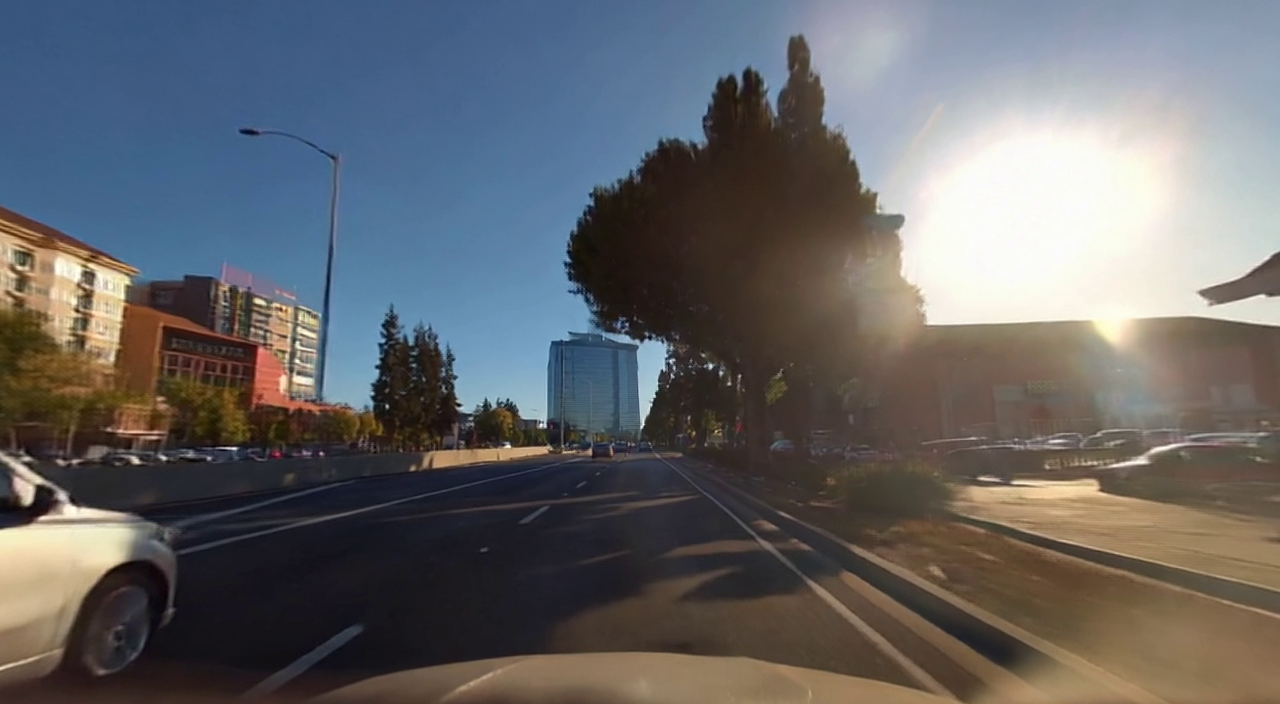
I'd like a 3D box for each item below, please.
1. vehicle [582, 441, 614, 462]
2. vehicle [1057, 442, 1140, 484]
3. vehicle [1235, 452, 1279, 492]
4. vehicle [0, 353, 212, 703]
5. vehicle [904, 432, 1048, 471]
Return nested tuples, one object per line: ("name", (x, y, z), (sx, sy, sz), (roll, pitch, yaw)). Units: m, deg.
("vehicle", (-3.053, 7.366, 46.837), (2.005, 1.446, 4.265), (0, -8, 1))
("vehicle", (20.656, 4.919, 28.315), (4.947, 1.673, 2.102), (8, -12, -44))
("vehicle", (24.401, 4.583, 24.331), (1.889, 1.399, 4.444), (-8, -11, 43))
("vehicle", (-3.537, 0.705, 1.658), (1.983, 1.635, 3.957), (0, -8, 0))
("vehicle", (15.977, 4.746, 30.343), (1.691, 1.670, 5.790), (4, -9, -39))
